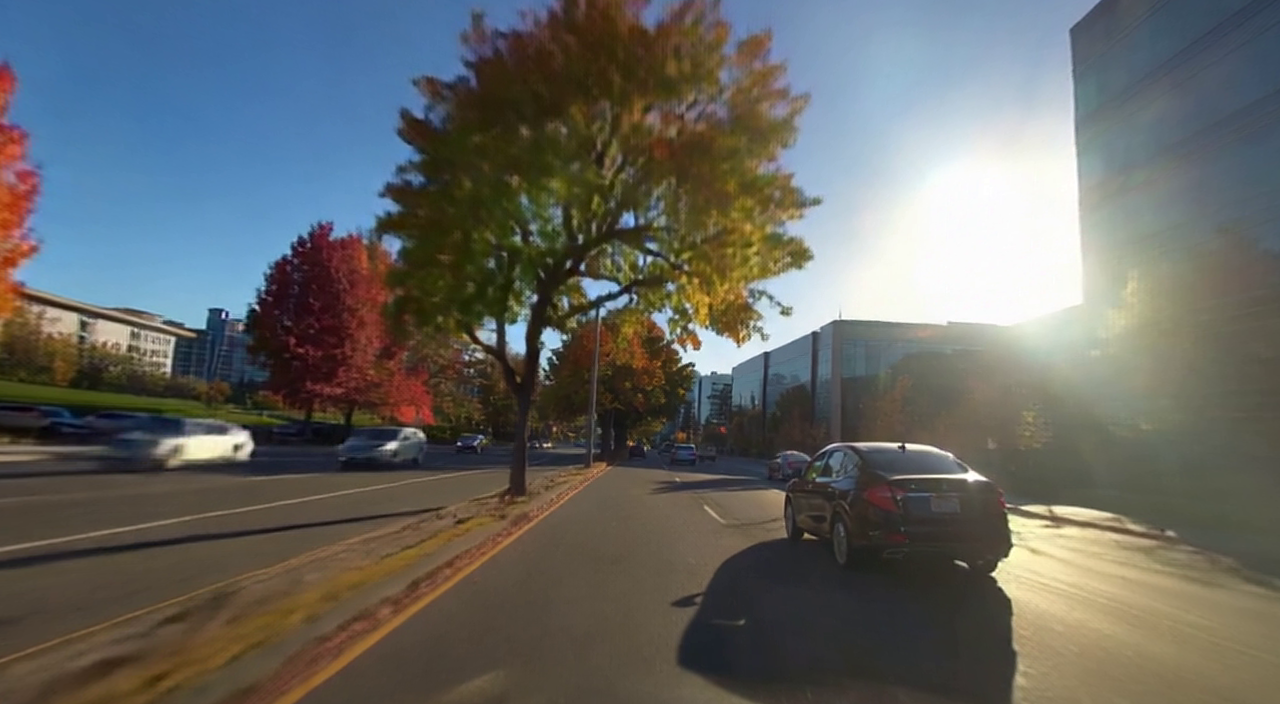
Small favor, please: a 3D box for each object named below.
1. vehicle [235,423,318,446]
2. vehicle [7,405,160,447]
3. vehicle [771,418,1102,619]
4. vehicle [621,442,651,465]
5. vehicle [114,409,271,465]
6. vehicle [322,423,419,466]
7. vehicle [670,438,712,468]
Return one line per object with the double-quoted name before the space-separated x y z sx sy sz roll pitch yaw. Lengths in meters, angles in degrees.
"vehicle" -27.129 6.221 47.184 4.787 1.664 2.211 0 -9 -1
"vehicle" -27.120 3.746 31.122 2.149 1.809 5.973 -2 -9 0
"vehicle" 2.896 1.690 7.293 1.901 1.634 3.896 1 -9 0
"vehicle" -0.254 6.926 43.282 1.991 1.477 3.814 0 -9 0
"vehicle" -15.550 3.051 22.342 2.101 1.738 4.704 0 -9 0
"vehicle" -11.270 3.928 26.747 2.122 1.685 4.358 0 -9 0
"vehicle" 3.221 6.498 40.712 2.154 1.844 4.634 0 -9 -2
